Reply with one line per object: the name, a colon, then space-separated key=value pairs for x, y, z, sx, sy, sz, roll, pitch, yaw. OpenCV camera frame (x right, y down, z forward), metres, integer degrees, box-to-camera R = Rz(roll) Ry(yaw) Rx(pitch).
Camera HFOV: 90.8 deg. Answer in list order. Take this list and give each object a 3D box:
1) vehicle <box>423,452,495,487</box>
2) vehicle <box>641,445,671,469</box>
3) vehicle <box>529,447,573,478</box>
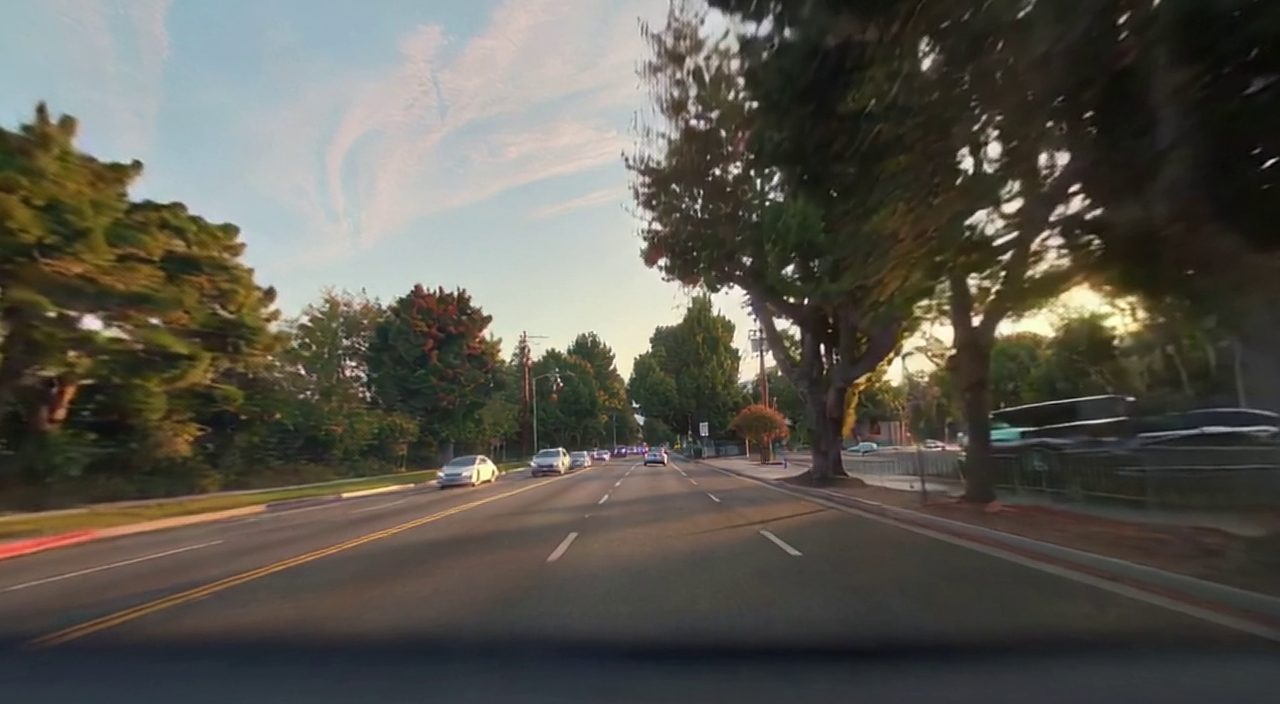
vehicle: x=-8.587 y=5.611 z=30.376 sx=2.058 sy=1.495 sz=4.448 roll=0 pitch=-9 yaw=1
vehicle: x=1.173 y=7.896 z=47.765 sx=2.163 sy=1.746 sz=4.073 roll=0 pitch=-9 yaw=1
vehicle: x=-4.992 y=6.219 z=35.858 sx=1.792 sy=1.628 sz=4.000 roll=0 pitch=-9 yaw=1
